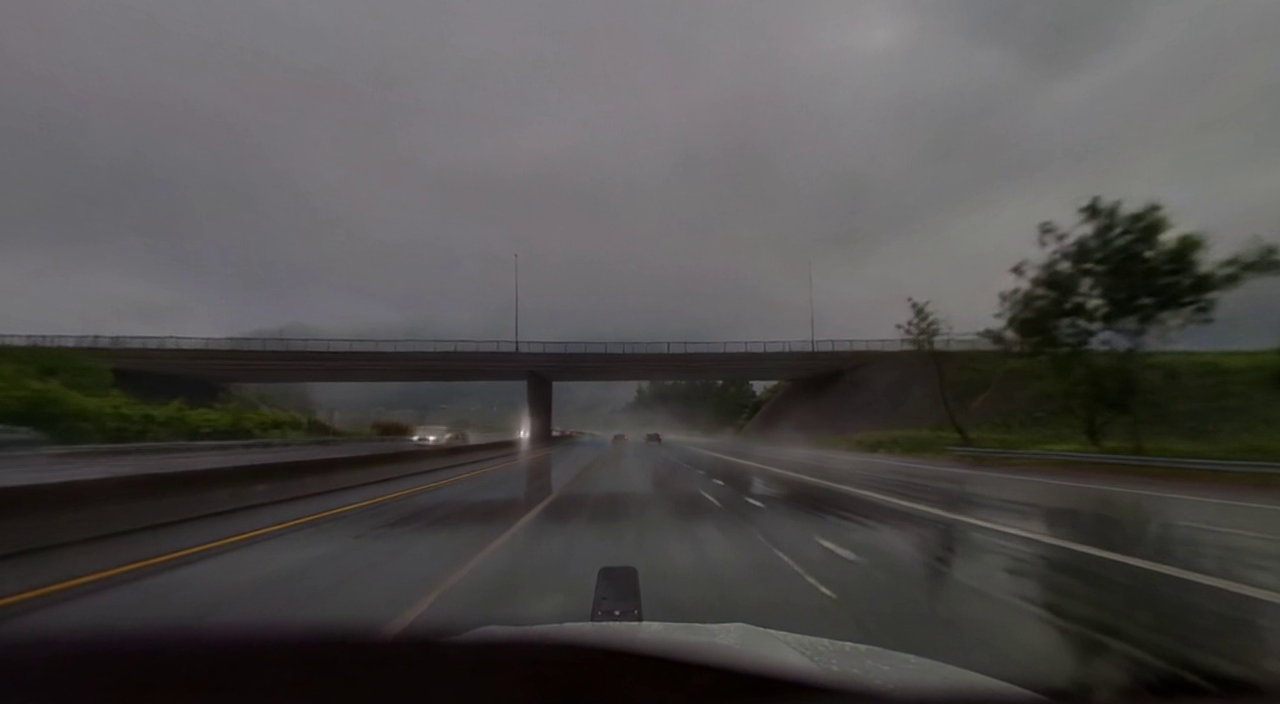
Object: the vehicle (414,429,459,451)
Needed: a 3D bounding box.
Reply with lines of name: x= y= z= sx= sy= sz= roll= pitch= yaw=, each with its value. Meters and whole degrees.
vehicle: x=-13.303 y=5.762 z=41.273 sx=1.758 sy=1.408 sz=3.818 roll=0 pitch=-8 yaw=-1
